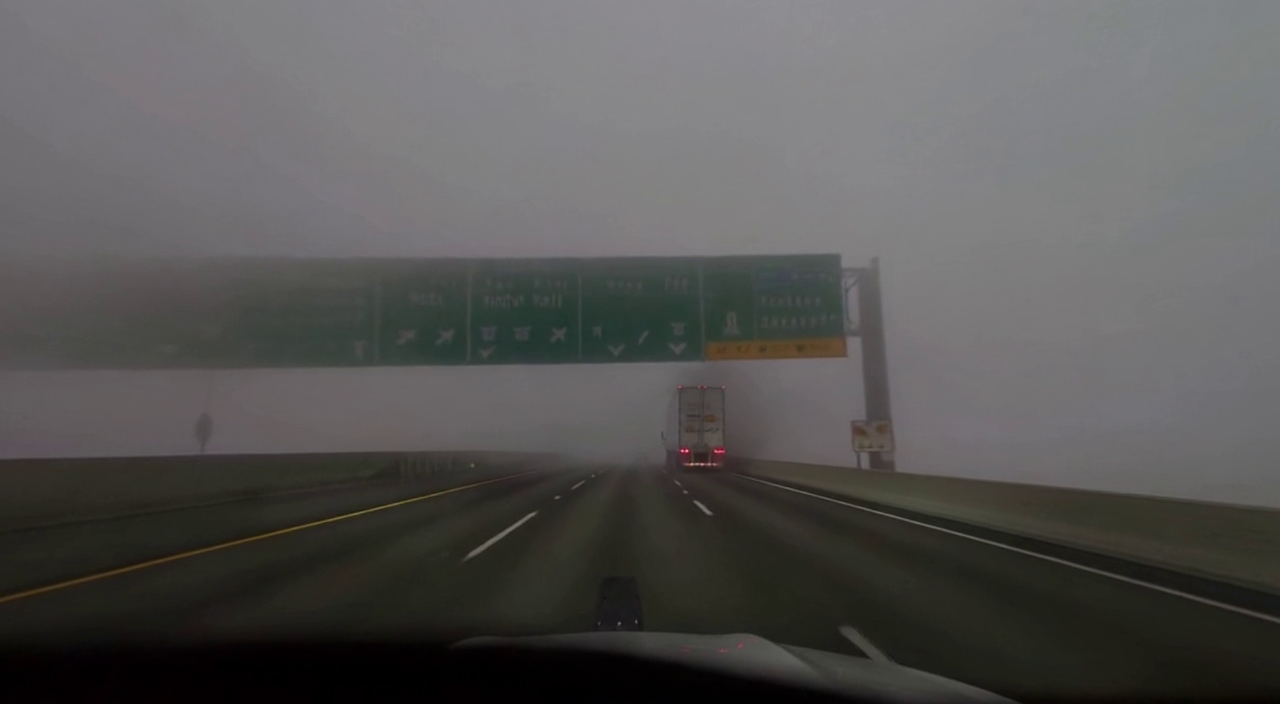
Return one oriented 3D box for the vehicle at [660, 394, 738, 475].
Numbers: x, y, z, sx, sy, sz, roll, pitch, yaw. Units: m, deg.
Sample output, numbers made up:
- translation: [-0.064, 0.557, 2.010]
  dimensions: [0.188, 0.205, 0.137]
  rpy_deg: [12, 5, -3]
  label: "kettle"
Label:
- translation: [3.165, 5.202, 38.481]
  dimensions: [3.244, 4.020, 14.561]
  rpy_deg: [0, -9, 0]
  label: "vehicle"
